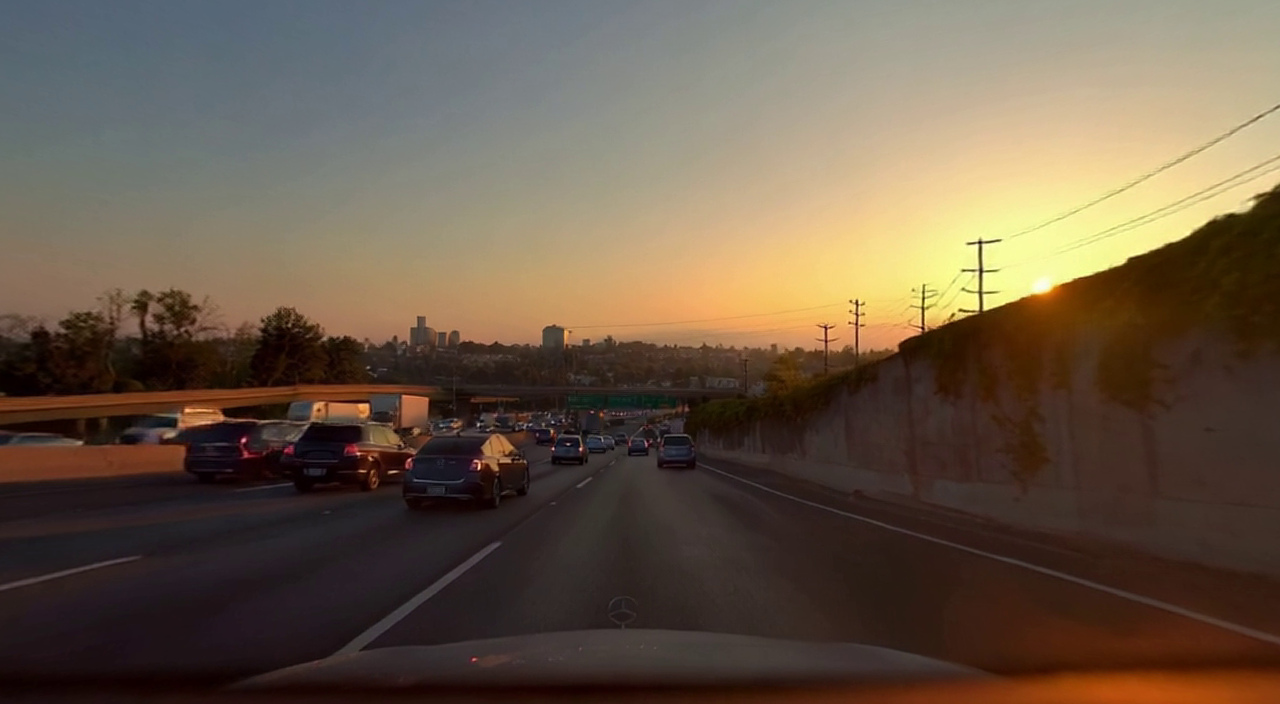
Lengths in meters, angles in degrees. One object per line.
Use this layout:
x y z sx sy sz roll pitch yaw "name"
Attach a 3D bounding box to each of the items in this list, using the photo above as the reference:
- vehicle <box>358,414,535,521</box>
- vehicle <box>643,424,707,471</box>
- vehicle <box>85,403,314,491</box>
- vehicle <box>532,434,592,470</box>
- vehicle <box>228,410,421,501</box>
-3.521 2.189 12.536 2.026 1.719 4.490 0 -8 1 "vehicle"
1.649 4.832 32.186 2.793 2.132 5.682 0 -8 -1 "vehicle"
-10.683 2.364 15.963 2.089 1.847 4.981 0 -8 1 "vehicle"
-3.465 4.539 28.954 2.049 1.530 4.707 0 -8 1 "vehicle"
-7.250 2.427 15.236 2.222 1.825 4.640 0 -8 0 "vehicle"
